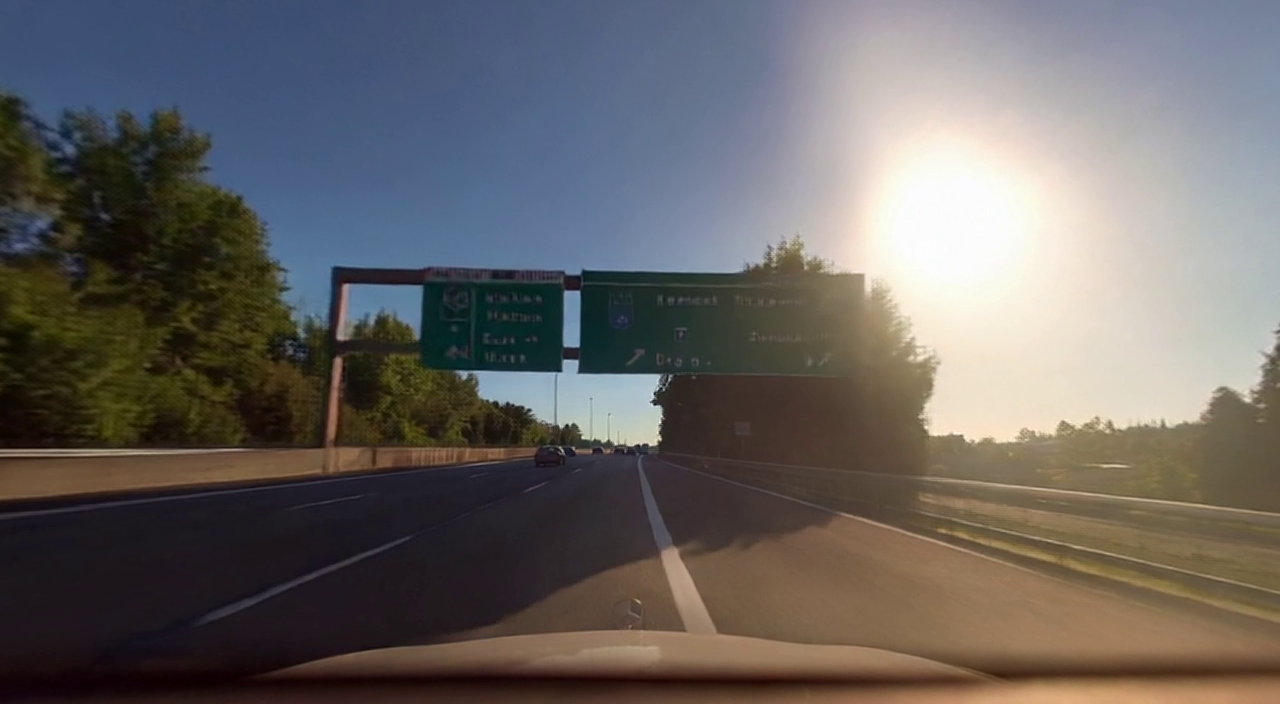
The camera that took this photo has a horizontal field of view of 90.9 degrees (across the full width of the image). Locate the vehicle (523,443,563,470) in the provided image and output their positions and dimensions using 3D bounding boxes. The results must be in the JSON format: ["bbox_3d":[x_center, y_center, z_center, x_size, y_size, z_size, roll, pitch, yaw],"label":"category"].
[{"bbox_3d":[-6.082,6.617,40.055,1.875,1.587,4.687,0,-9,-1],"label":"vehicle"}]
